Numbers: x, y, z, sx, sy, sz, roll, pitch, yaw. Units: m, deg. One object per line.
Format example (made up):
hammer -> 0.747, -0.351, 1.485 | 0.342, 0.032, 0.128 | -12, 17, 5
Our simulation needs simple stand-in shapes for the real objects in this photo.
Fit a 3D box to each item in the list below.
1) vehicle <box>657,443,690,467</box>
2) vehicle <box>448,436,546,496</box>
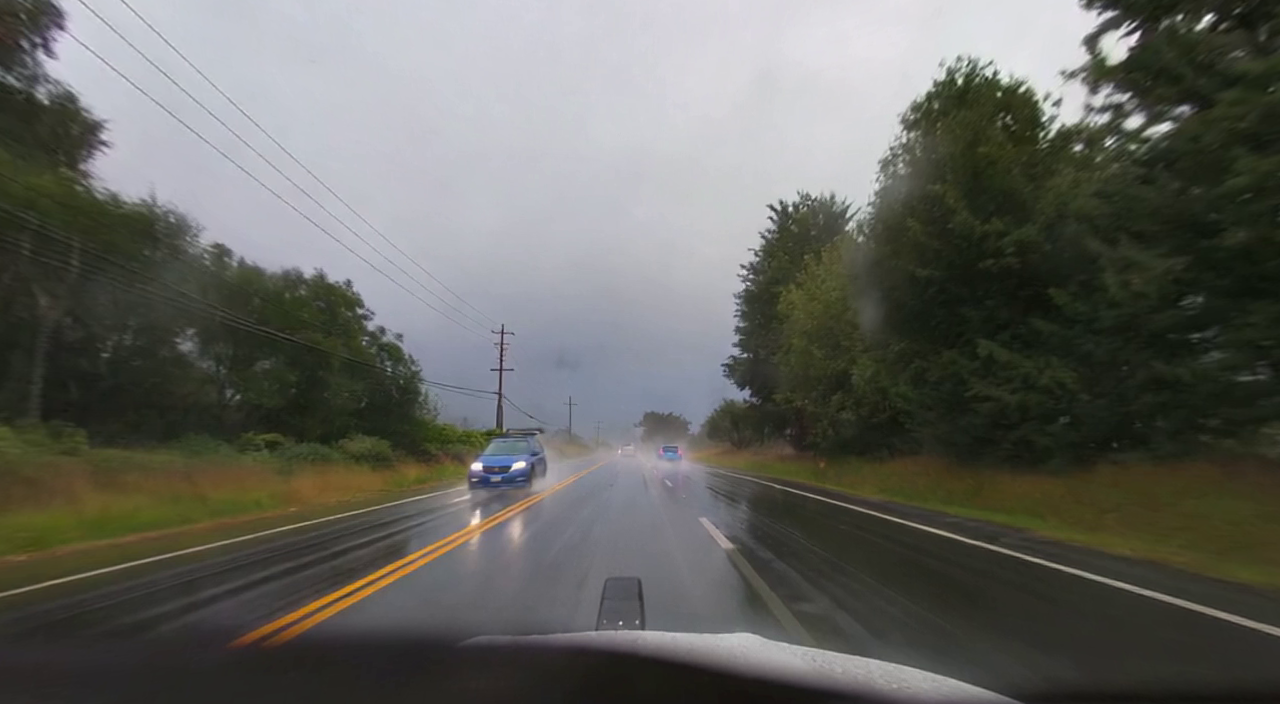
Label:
vehicle -> 2.492, 7.723, 47.554 | 2.135, 1.692, 4.185 | 0, -9, -2
vehicle -> -4.672, 3.819, 21.567 | 2.249, 1.795, 4.858 | 0, -9, -1
